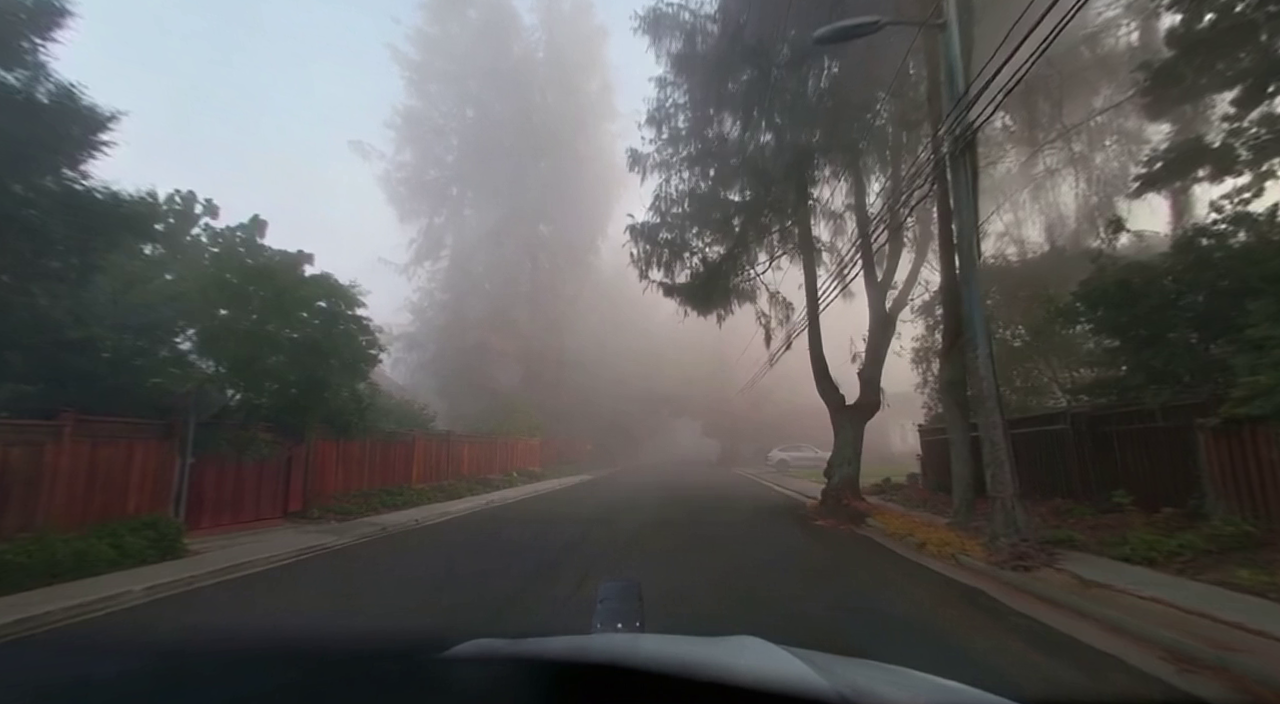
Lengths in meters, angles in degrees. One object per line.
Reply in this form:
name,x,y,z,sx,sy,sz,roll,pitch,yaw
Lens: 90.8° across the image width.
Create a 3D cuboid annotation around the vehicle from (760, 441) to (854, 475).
vehicle,9.352,5.971,35.761,4.806,1.851,2.050,-1,-9,5
